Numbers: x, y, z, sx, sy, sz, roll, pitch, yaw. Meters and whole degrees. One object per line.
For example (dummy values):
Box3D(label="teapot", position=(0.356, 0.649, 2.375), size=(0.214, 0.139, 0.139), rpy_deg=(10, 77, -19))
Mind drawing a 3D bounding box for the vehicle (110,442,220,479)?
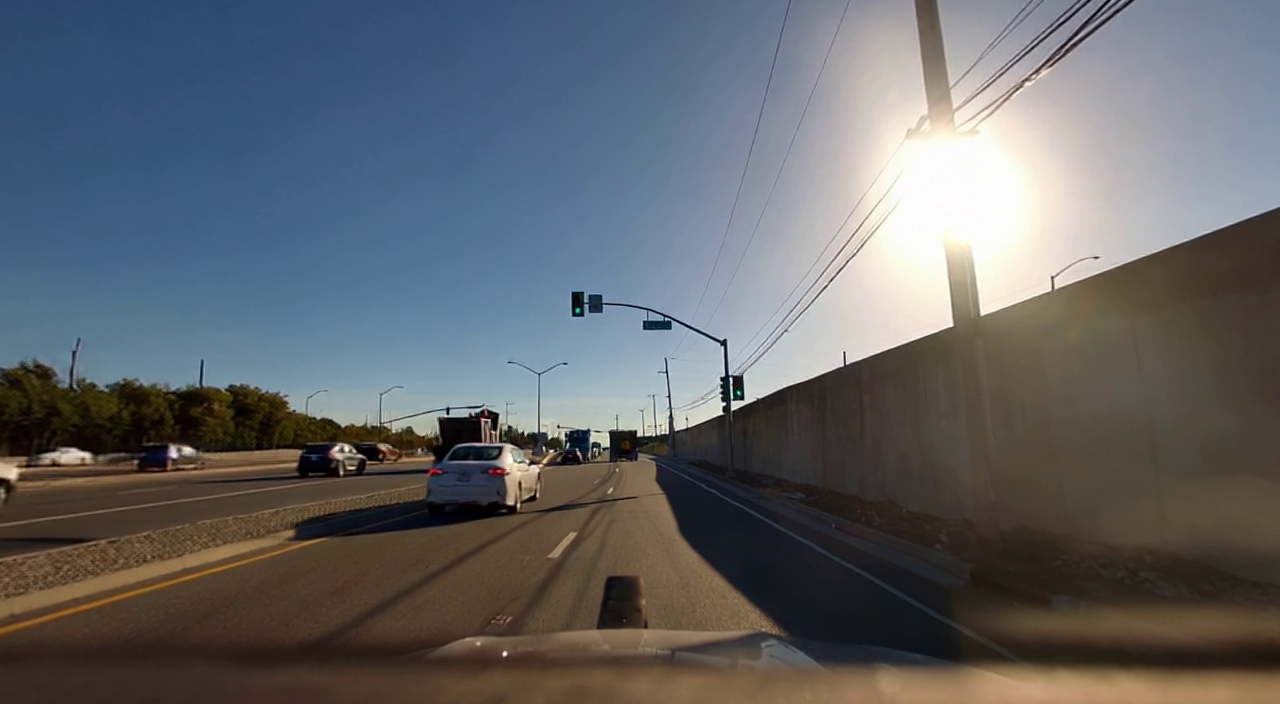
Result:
Box3D(label="vehicle", position=(-24.005, 5.471, 32.122), size=(1.891, 1.696, 4.613), rpy_deg=(0, -8, 1))

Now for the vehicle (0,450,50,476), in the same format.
Box3D(label="vehicle", position=(-37.323, 6.594, 37.339), size=(1.514, 1.404, 3.424), rpy_deg=(-4, -8, 0))

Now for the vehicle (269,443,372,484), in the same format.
Box3D(label="vehicle", position=(-12.780, 4.459, 25.547), size=(1.905, 1.492, 4.151), rpy_deg=(-1, -8, 2))

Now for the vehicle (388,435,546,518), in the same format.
Box3D(label="vehicle", position=(-3.536, 2.646, 14.056), size=(2.019, 1.480, 4.966), rpy_deg=(0, -8, 1))
